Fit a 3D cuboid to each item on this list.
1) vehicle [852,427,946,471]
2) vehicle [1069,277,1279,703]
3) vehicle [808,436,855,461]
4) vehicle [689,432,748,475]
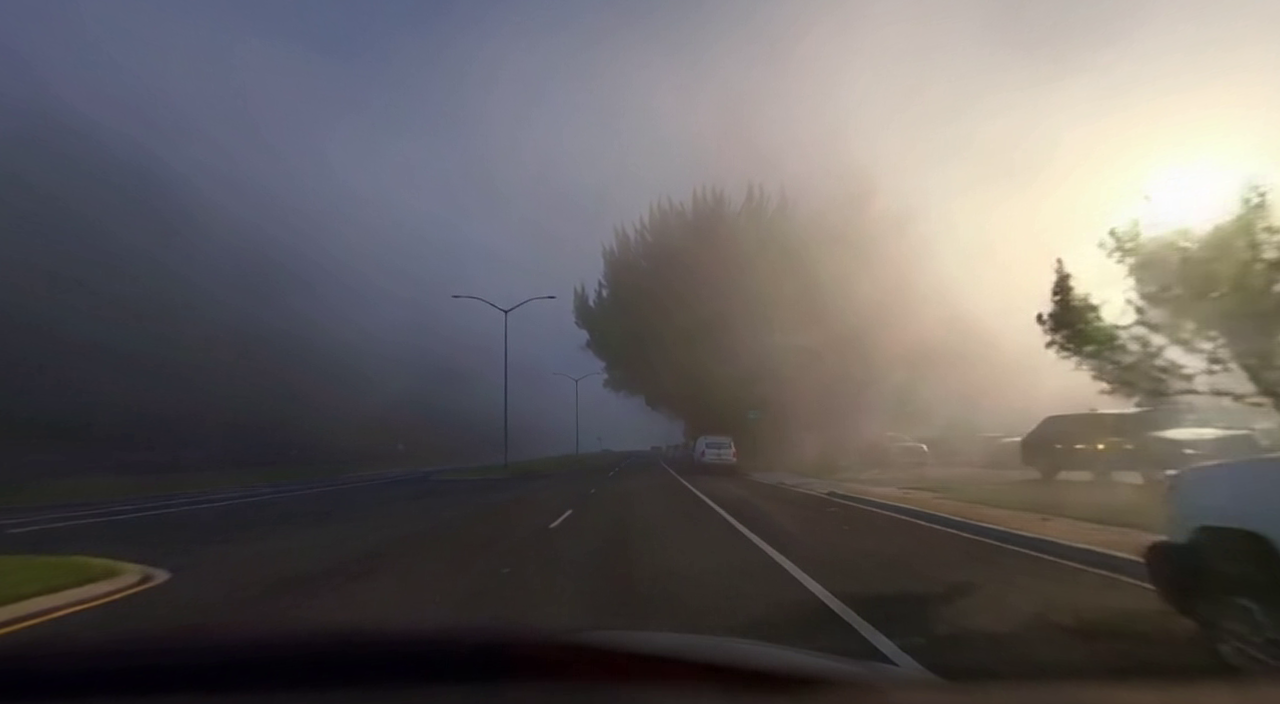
[{"bbox_3d":[11.410,4.314,28.206,2.220,1.798,4.427,0,-8,-1],"label":"vehicle"},{"bbox_3d":[3.739,0.424,0.696,2.493,1.896,5.433,0,-8,-3],"label":"vehicle"},{"bbox_3d":[14.339,7.260,47.502,2.227,1.720,4.959,1,-8,3],"label":"vehicle"},{"bbox_3d":[3.641,4.810,30.044,2.144,1.848,4.159,0,-8,-1],"label":"vehicle"}]
